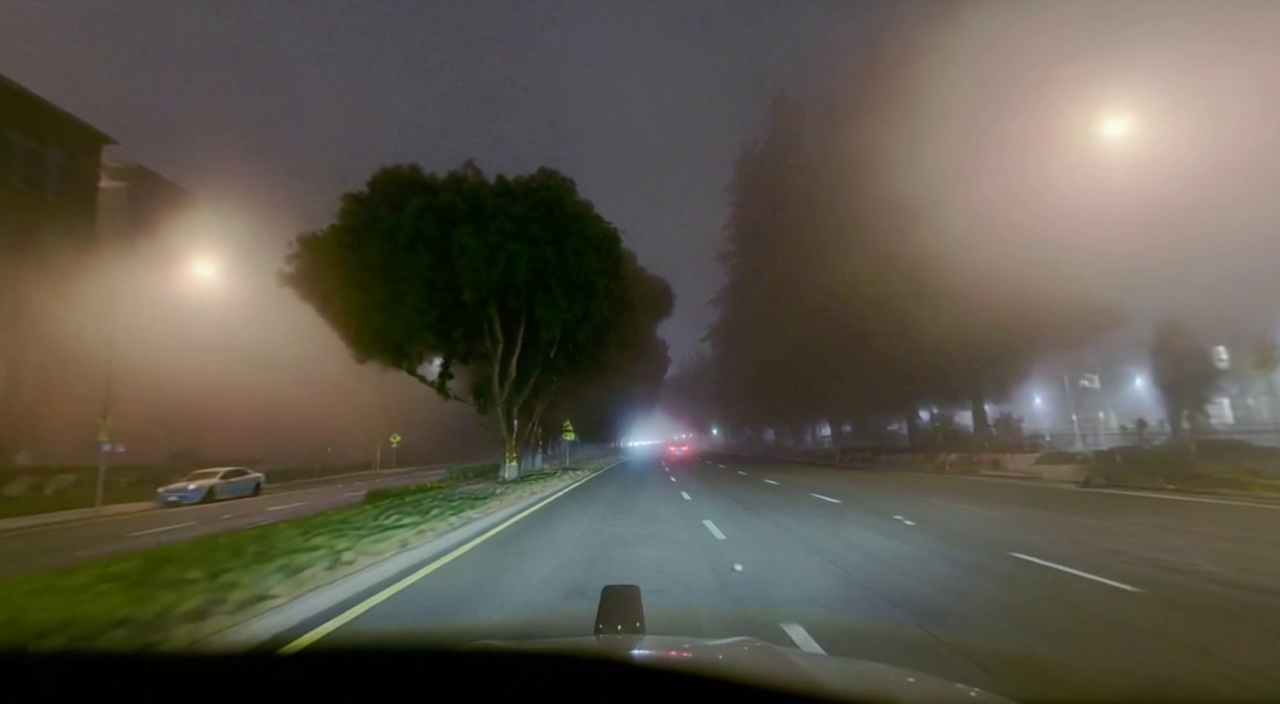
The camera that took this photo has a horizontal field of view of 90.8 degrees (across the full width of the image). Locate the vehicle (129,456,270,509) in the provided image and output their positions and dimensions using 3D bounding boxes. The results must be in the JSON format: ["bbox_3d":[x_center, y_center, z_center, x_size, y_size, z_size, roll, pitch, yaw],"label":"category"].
[{"bbox_3d":[-15.997,4.707,23.301,1.975,1.629,4.491,0,-8,-1],"label":"vehicle"}]
